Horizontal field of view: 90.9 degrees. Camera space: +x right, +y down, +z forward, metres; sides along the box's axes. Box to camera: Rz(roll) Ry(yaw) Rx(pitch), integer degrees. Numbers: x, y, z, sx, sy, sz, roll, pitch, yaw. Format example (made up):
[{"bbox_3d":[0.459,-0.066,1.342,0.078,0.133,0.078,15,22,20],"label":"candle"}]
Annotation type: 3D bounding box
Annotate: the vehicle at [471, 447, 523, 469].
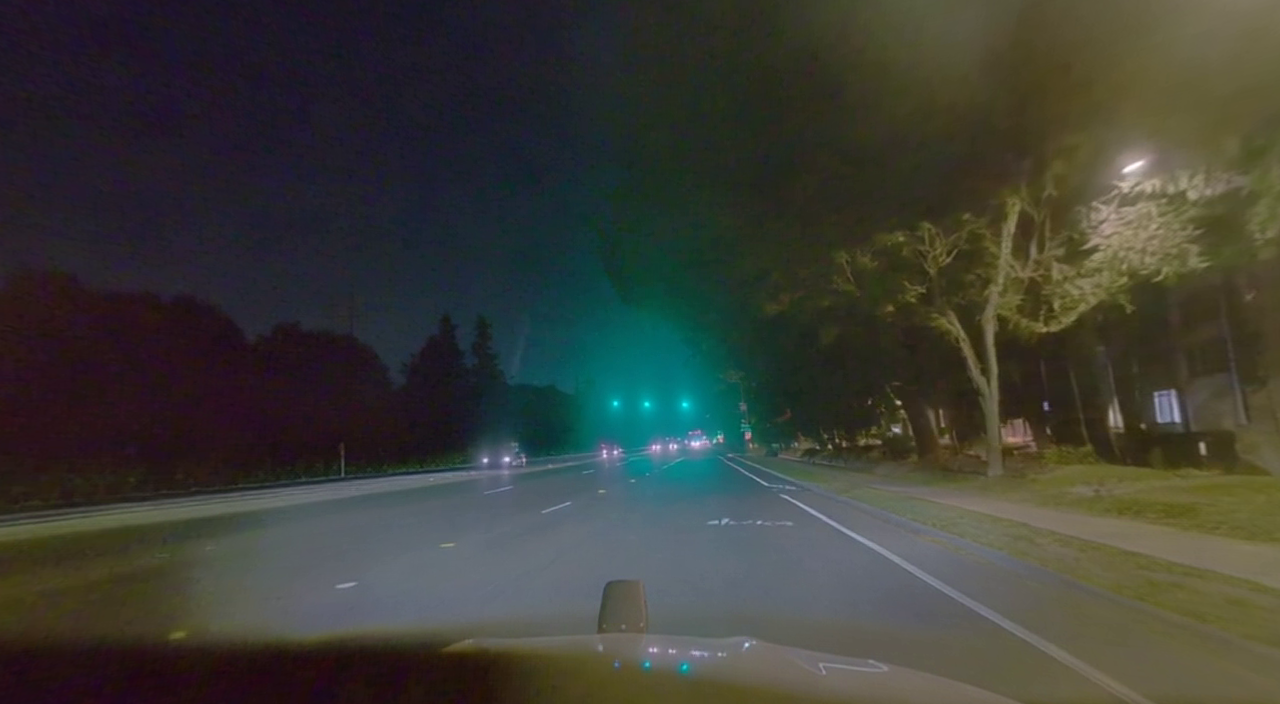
[{"bbox_3d":[-10.002,7.453,44.459,2.240,1.452,4.518,-1,-8,6],"label":"vehicle"}]
